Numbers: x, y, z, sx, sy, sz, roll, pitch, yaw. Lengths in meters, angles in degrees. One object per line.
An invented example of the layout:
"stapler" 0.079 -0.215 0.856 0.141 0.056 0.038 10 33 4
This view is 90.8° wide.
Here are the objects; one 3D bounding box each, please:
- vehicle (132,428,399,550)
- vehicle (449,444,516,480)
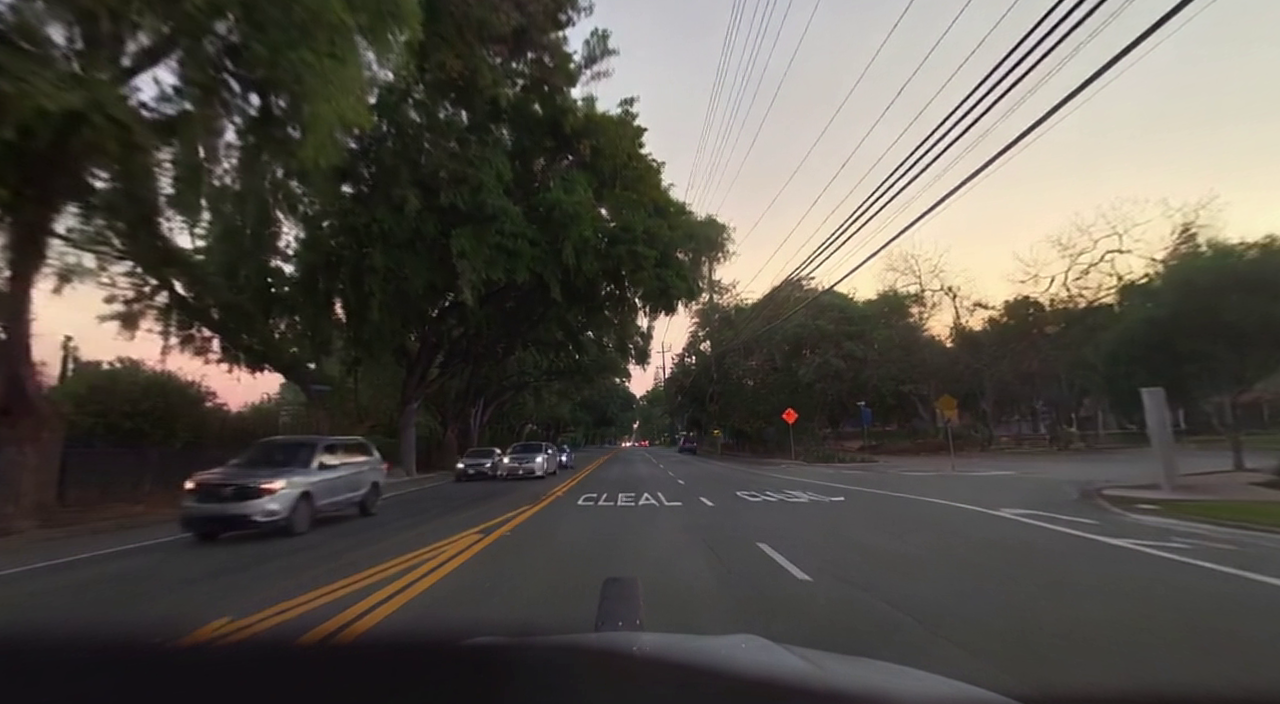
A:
"vehicle" -6.217 2.290 11.322 2.157 1.711 4.460 0 -9 -2
"vehicle" -7.270 5.129 29.683 2.056 1.516 4.386 0 -9 0
